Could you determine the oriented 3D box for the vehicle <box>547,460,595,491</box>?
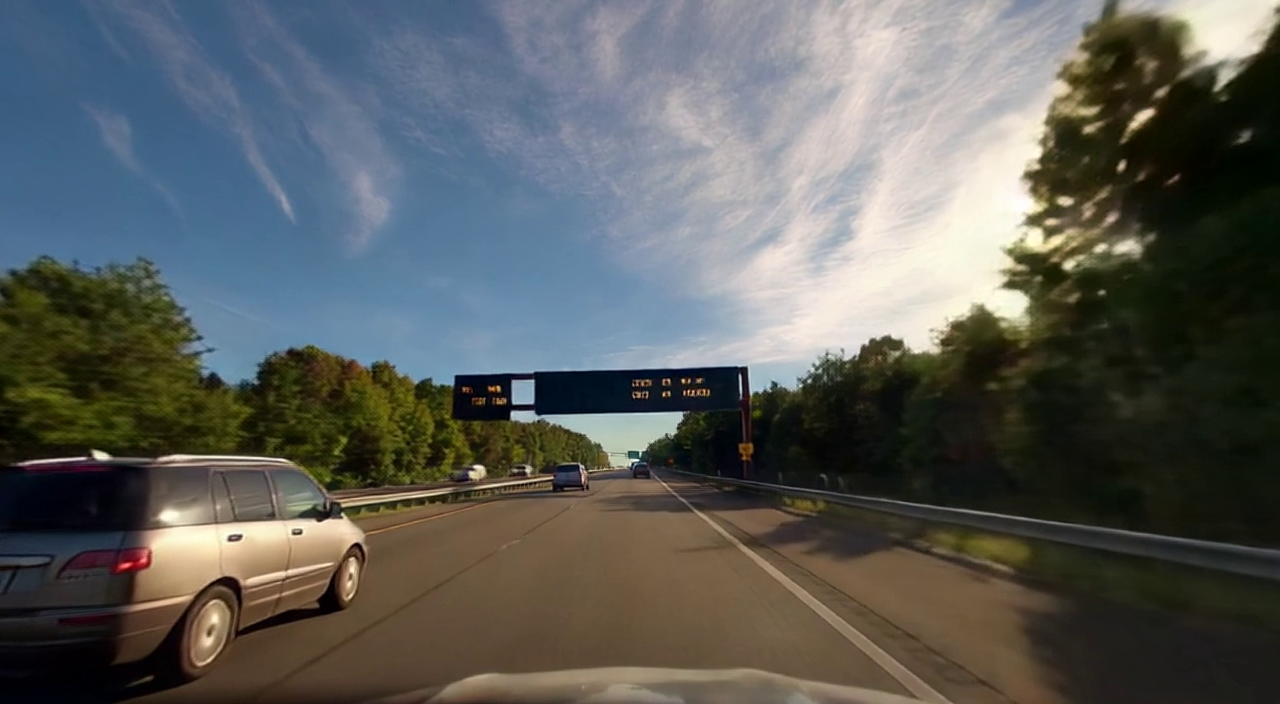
[{"bbox_3d":[-3.745,6.801,34.772,2.081,1.586,4.245,0,-10,1],"label":"vehicle"}]
